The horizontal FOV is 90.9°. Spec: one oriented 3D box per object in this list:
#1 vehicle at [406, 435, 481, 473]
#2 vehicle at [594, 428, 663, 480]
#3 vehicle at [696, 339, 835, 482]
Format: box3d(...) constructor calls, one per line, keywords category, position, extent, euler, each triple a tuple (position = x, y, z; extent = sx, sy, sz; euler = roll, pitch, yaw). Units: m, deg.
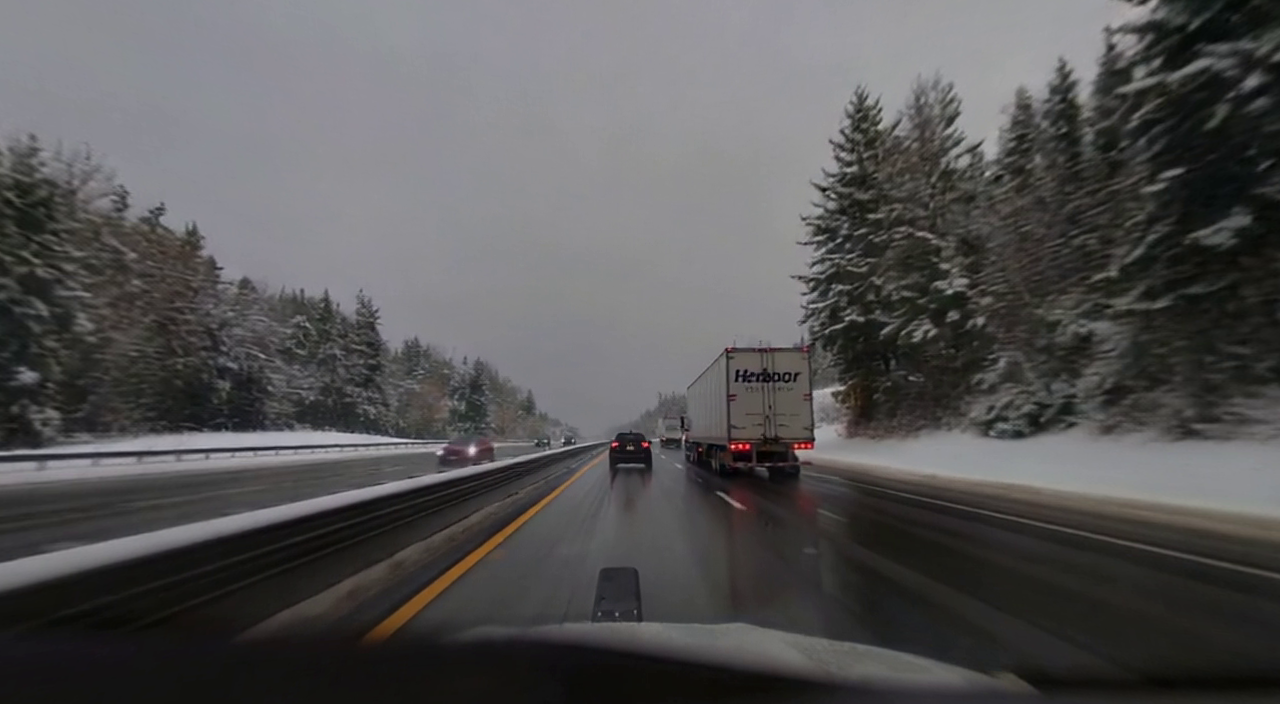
box3d(category="vehicle", position=(-8.549, 4.442, 27.803), extent=(1.947, 1.480, 4.576), euler=(0, -8, -1))
box3d(category="vehicle", position=(-0.391, 3.383, 21.262), extent=(2.095, 1.557, 3.963), euler=(0, -8, -1))
box3d(category="vehicle", position=(3.978, 2.304, 22.793), extent=(2.853, 4.038, 9.831), euler=(0, -8, -1))
